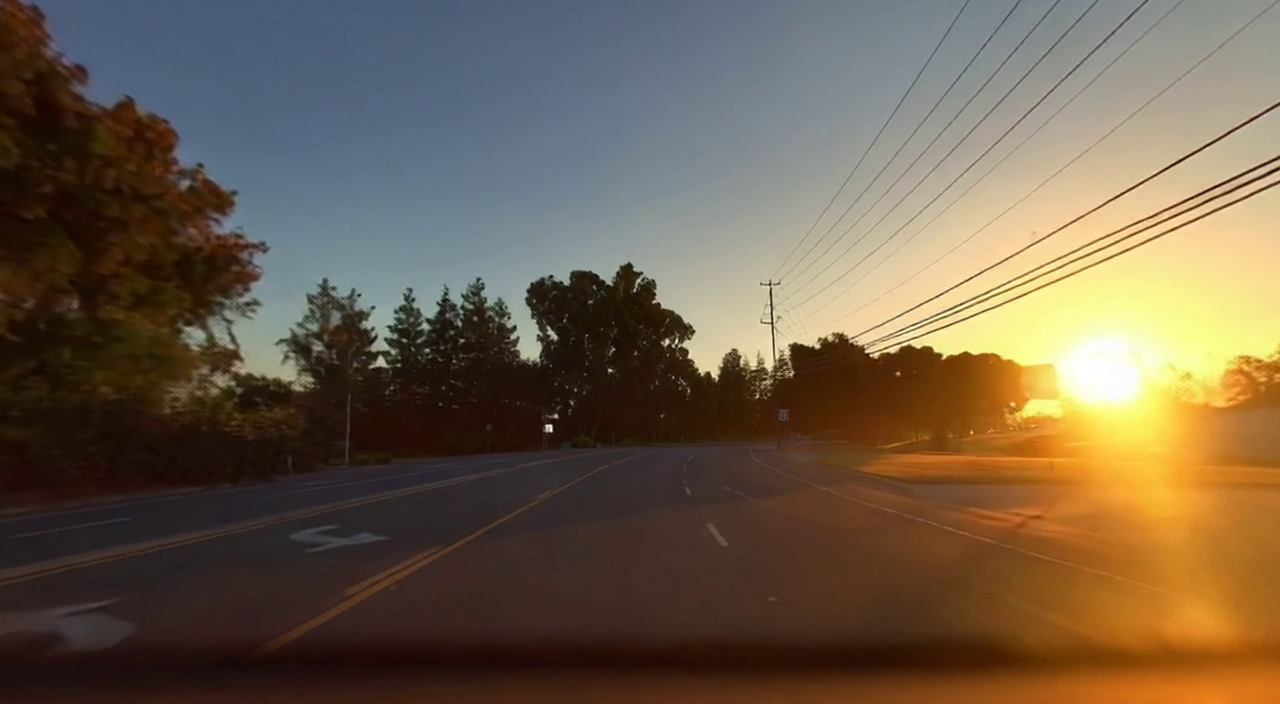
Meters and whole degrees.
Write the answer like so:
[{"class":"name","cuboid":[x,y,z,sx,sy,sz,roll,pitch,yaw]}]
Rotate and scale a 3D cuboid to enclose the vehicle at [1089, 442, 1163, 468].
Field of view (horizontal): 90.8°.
[{"class":"vehicle","cuboid":[31.143,6.680,40.685,1.807,1.443,4.905,-1,-11,13]}]
